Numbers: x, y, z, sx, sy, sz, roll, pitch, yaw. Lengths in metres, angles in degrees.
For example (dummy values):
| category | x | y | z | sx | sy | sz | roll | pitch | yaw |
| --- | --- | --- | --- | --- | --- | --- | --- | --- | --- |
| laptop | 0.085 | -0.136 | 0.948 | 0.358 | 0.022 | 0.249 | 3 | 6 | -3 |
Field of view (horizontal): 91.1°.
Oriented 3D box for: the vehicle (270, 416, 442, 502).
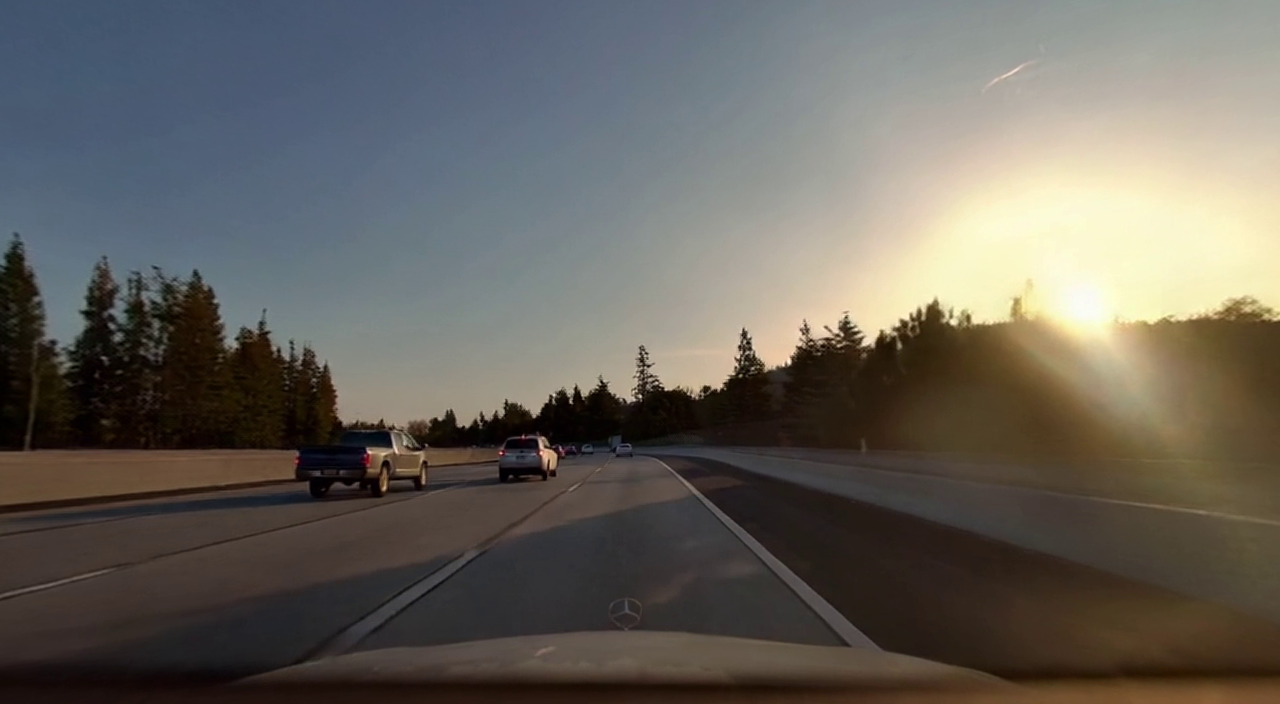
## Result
| category | x | y | z | sx | sy | sz | roll | pitch | yaw |
| --- | --- | --- | --- | --- | --- | --- | --- | --- | --- |
| vehicle | -7.335 | 2.832 | 17.031 | 2.160 | 1.949 | 5.293 | 0 | -8 | 0 |

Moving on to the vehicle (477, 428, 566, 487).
| category | x | y | z | sx | sy | sz | roll | pitch | yaw |
| --- | --- | --- | --- | --- | --- | --- | --- | --- | --- |
| vehicle | -3.915 | 3.592 | 21.725 | 2.142 | 1.789 | 5.009 | 0 | -8 | 0 |
